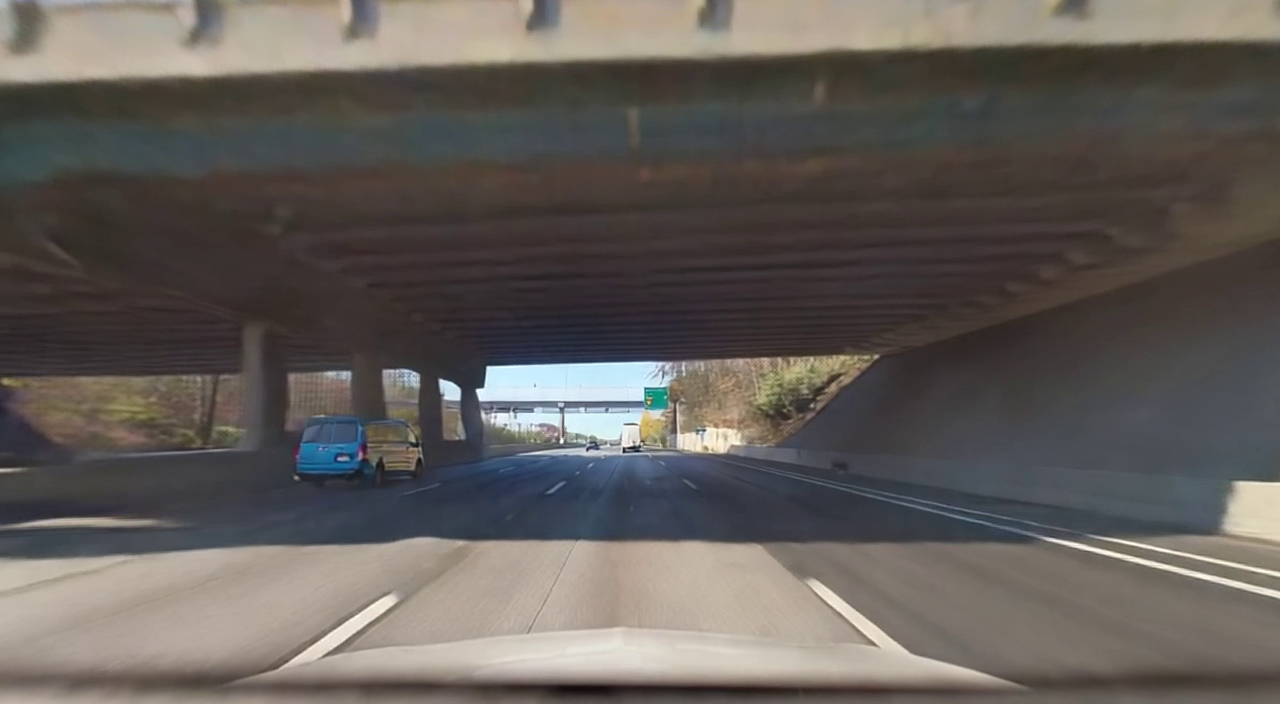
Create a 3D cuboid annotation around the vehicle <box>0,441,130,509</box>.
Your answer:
[{"bbox_3d":[-15.886,3.087,16.210,1.883,1.535,4.353,0,-8,-1],"label":"vehicle"}]

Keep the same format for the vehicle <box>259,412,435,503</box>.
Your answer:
[{"bbox_3d":[-7.412,2.715,16.725,2.150,1.996,5.341,0,-8,-1],"label":"vehicle"}]
